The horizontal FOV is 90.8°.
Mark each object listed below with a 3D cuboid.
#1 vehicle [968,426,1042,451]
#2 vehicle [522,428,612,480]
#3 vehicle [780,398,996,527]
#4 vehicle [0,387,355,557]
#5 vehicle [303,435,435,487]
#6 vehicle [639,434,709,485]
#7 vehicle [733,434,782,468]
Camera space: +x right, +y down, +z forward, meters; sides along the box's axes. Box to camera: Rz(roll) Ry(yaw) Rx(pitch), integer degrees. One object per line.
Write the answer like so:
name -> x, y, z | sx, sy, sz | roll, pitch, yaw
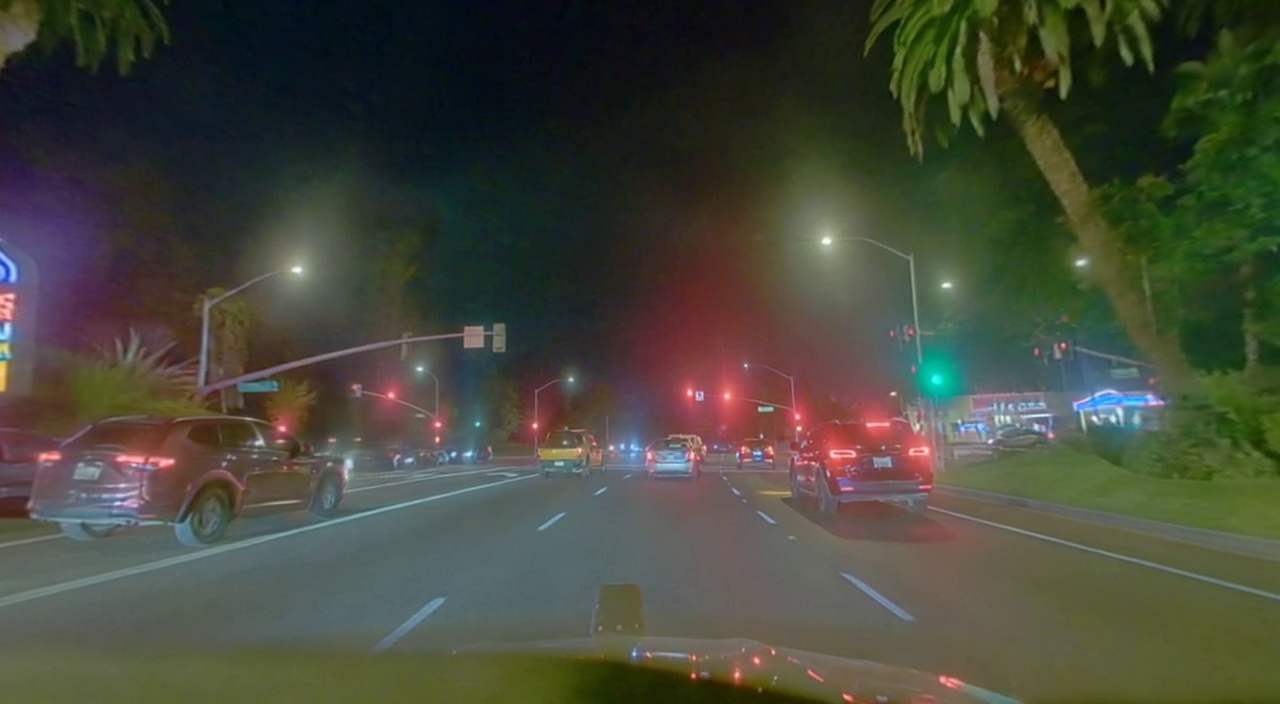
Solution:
vehicle -> 28.723, 6.878, 49.866 | 4.557, 1.848, 2.008 | -2, -9, 12
vehicle -> -2.625, 3.841, 24.066 | 2.088, 1.746, 4.650 | -2, -9, 11
vehicle -> 4.295, 2.038, 12.130 | 2.267, 1.931, 5.145 | -1, -8, 3
vehicle -> -6.546, 1.682, 9.481 | 2.127, 1.888, 4.637 | -1, -8, 3
vehicle -> -8.593, 3.480, 20.551 | 2.017, 1.472, 4.418 | -1, -8, 6
vehicle -> 1.121, 3.470, 20.601 | 2.057, 1.492, 3.825 | -1, -8, 4
vehicle -> 5.703, 4.862, 31.043 | 2.149, 1.532, 4.168 | -2, -8, 9
